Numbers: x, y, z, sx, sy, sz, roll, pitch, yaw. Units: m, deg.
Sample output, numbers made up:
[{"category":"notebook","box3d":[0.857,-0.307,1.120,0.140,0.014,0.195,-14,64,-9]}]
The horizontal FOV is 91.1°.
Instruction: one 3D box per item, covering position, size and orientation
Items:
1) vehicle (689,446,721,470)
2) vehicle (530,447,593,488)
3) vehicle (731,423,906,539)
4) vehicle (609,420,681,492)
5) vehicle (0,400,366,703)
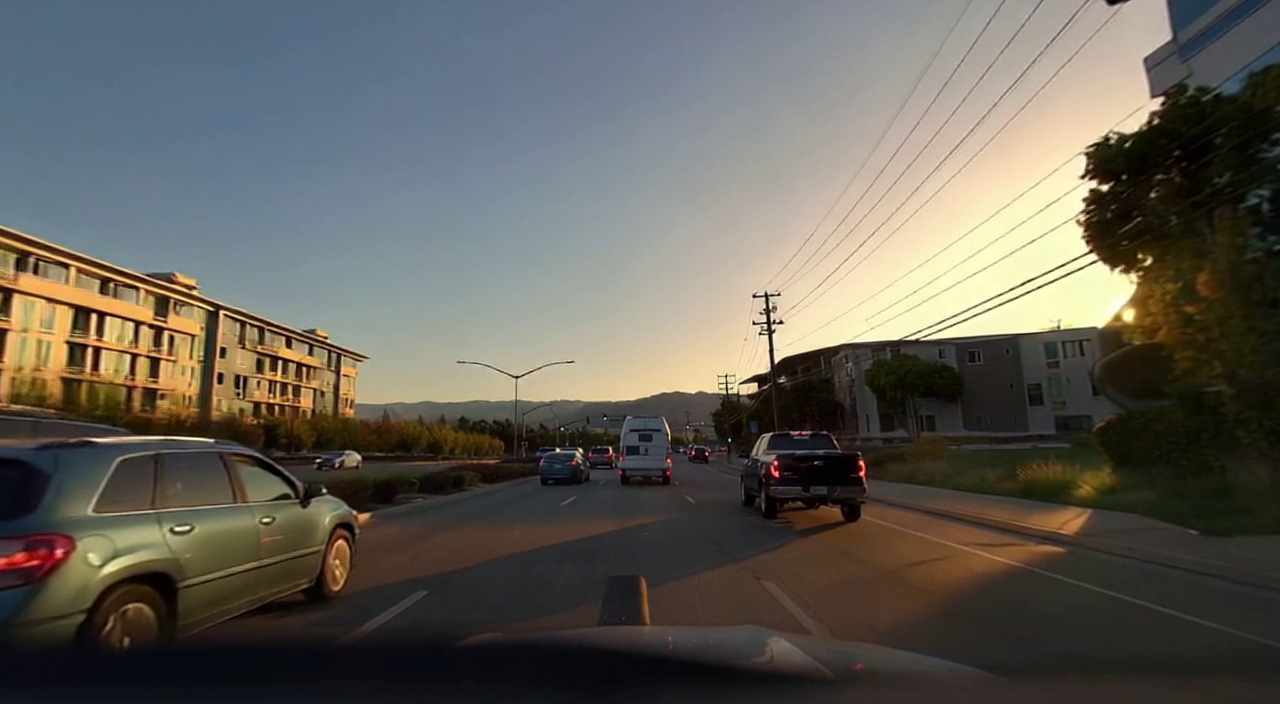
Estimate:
[{"category":"vehicle","box3d":[4.721,7.787,46.262,2.092,1.696,4.218,0,-9,2]},{"category":"vehicle","box3d":[-3.268,4.885,26.958,1.984,1.567,4.311,0,-9,2]},{"category":"vehicle","box3d":[3.313,2.497,12.809,2.283,1.923,4.427,0,-8,0]},{"category":"vehicle","box3d":[0.322,3.969,24.244,2.457,2.440,5.486,0,-9,3]},{"category":"vehicle","box3d":[-3.608,1.242,4.025,1.934,1.643,3.718,0,-9,1]}]
